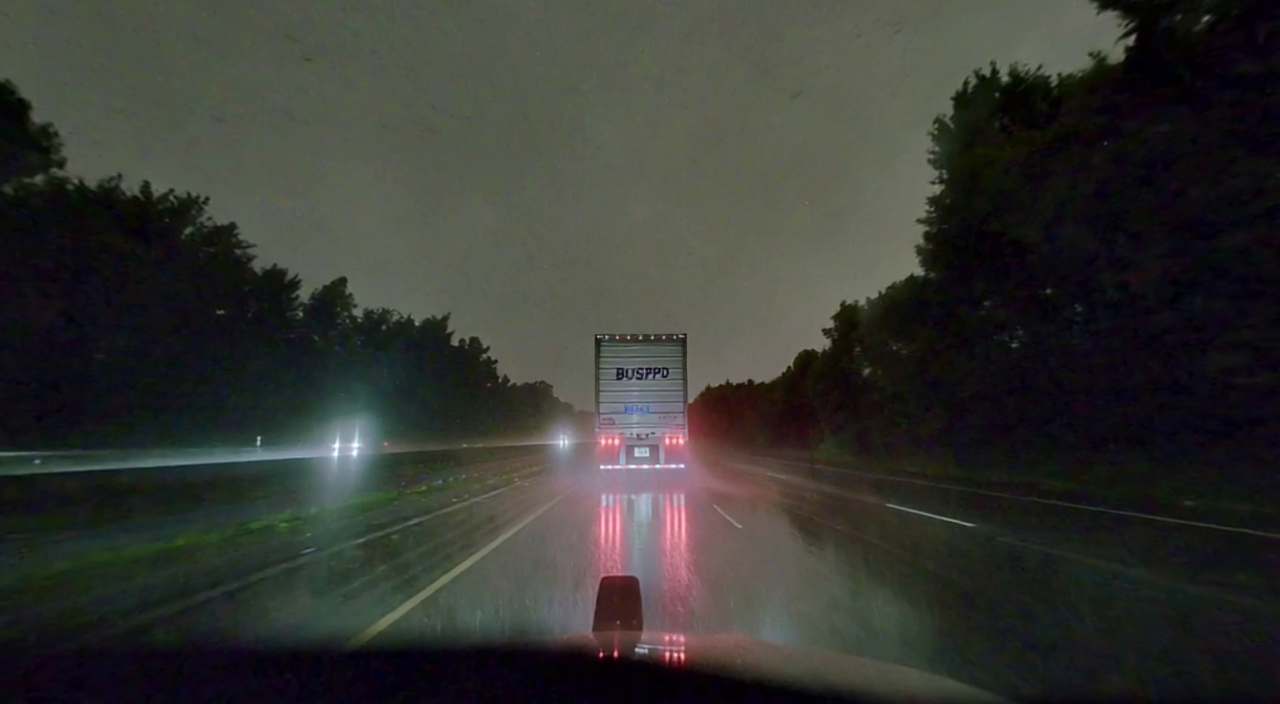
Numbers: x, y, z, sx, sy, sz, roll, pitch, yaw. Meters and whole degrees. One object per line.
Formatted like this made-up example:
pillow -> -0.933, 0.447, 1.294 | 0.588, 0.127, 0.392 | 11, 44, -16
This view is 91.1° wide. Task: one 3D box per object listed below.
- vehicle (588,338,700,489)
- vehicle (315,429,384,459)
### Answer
vehicle -> 0.113, 2.155, 20.625 | 2.870, 3.911, 8.697 | 0, -8, 0
vehicle -> -15.722, 5.000, 34.281 | 1.795, 1.517, 4.019 | 0, -8, 1
